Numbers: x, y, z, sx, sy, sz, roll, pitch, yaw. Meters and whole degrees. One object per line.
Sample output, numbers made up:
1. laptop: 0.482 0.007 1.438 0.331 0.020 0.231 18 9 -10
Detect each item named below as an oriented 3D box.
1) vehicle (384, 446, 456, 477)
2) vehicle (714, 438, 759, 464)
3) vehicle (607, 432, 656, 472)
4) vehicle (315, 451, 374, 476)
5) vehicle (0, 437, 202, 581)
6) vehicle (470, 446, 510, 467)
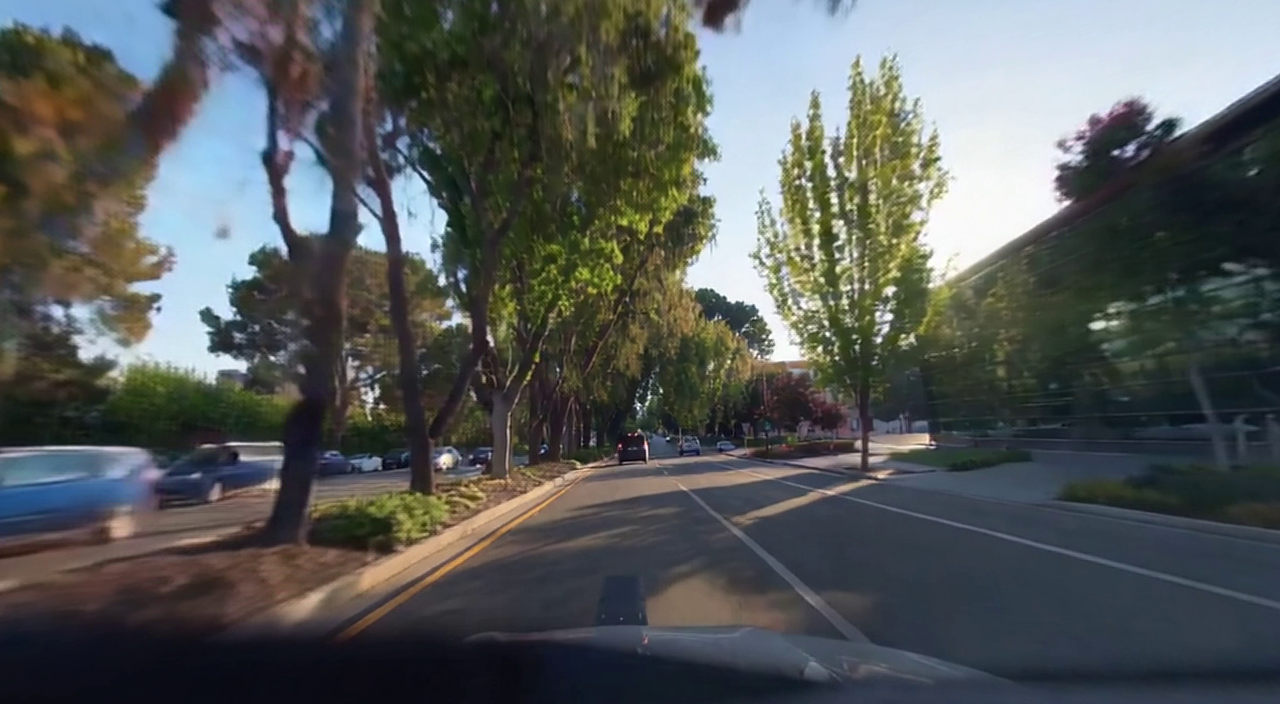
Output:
1. vehicle: -11.391 5.692 33.106 2.013 1.460 4.902 0 -9 0
2. vehicle: 6.926 7.200 45.933 2.364 1.781 4.854 0 -9 -1
3. vehicle: -0.450 5.334 33.879 2.411 1.937 5.186 0 -9 -1
4. vehicle: -18.502 6.981 39.776 1.796 1.499 4.068 0 -9 -1
5. vehicle: -7.634 1.748 7.330 1.964 1.478 4.368 0 -9 0
6. vehicle: -10.732 7.495 45.475 1.950 1.438 4.343 0 -9 -2
